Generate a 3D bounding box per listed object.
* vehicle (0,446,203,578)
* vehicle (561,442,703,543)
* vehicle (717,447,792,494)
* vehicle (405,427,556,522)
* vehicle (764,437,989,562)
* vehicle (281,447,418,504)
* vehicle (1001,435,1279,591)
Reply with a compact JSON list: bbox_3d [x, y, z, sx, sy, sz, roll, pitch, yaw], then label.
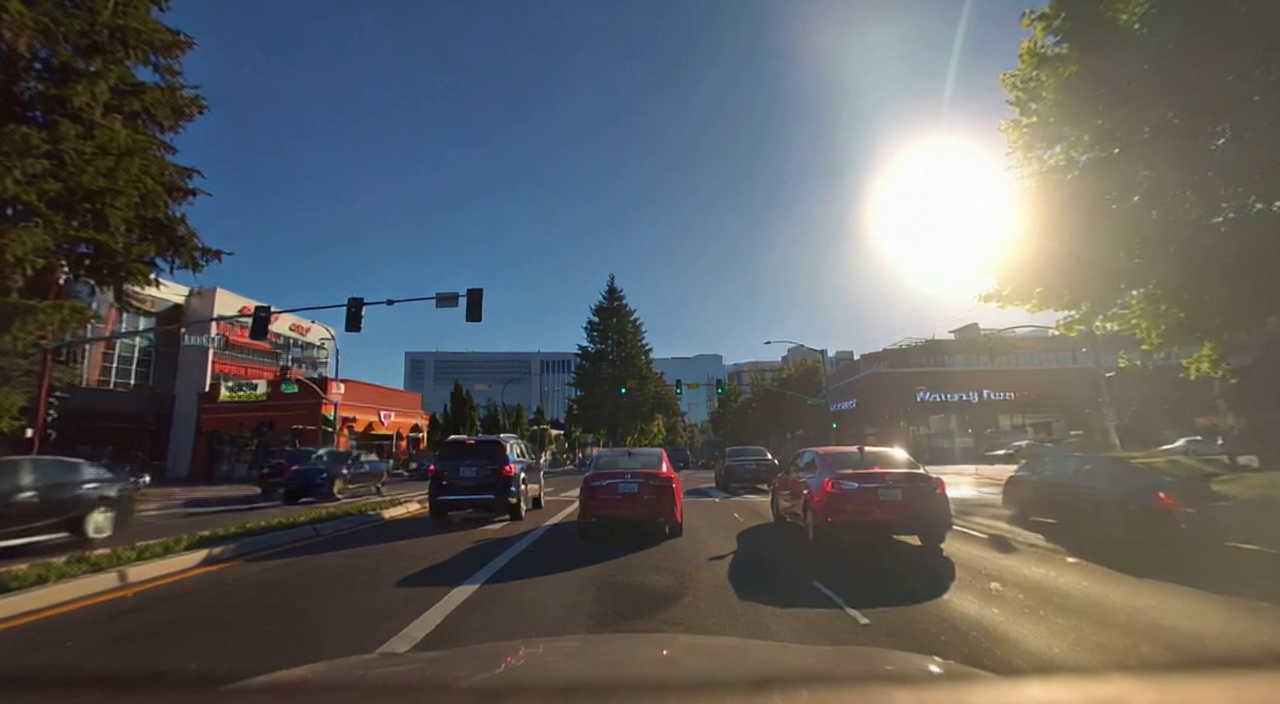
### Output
[{"bbox_3d":[-8.304,1.985,8.225,2.045,1.438,4.480,0,-8,-1],"label":"vehicle"},{"bbox_3d":[-0.086,2.376,11.356,2.098,1.477,3.897,0,-8,1],"label":"vehicle"},{"bbox_3d":[3.936,4.128,22.498,1.888,1.472,4.528,0,-8,0],"label":"vehicle"},{"bbox_3d":[-3.433,2.756,14.874,2.160,1.823,5.115,0,-8,1],"label":"vehicle"},{"bbox_3d":[3.327,2.133,9.920,2.020,1.513,4.120,0,-8,2],"label":"vehicle"},{"bbox_3d":[-8.552,3.644,19.101,1.976,1.499,4.355,0,-8,1],"label":"vehicle"},{"bbox_3d":[7.224,1.911,8.495,2.004,1.508,4.646,0,-8,0],"label":"vehicle"}]
